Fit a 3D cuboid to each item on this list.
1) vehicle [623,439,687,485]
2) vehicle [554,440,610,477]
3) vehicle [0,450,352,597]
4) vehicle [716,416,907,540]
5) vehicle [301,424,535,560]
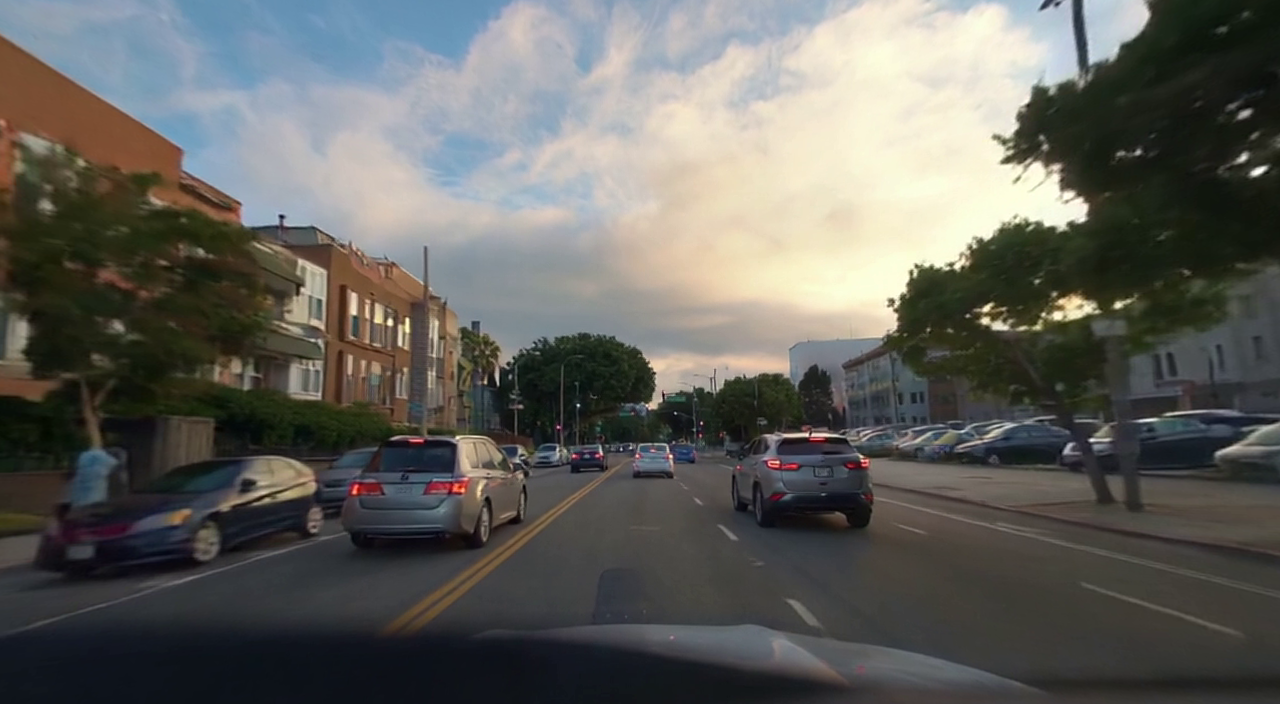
[{"bbox_3d":[0.510,3.988,23.182,2.139,1.466,4.373,-1,-8,0],"label":"vehicle"},{"bbox_3d":[-2.551,4.853,28.927,2.019,1.507,4.643,-1,-8,2],"label":"vehicle"},{"bbox_3d":[-5.727,2.018,8.315,1.920,1.387,4.056,-1,-8,0],"label":"vehicle"},{"bbox_3d":[2.683,2.104,11.116,2.094,1.709,4.394,-1,-8,0],"label":"vehicle"},{"bbox_3d":[-3.031,2.000,9.692,2.085,1.619,3.976,-1,-8,1],"label":"vehicle"}]
